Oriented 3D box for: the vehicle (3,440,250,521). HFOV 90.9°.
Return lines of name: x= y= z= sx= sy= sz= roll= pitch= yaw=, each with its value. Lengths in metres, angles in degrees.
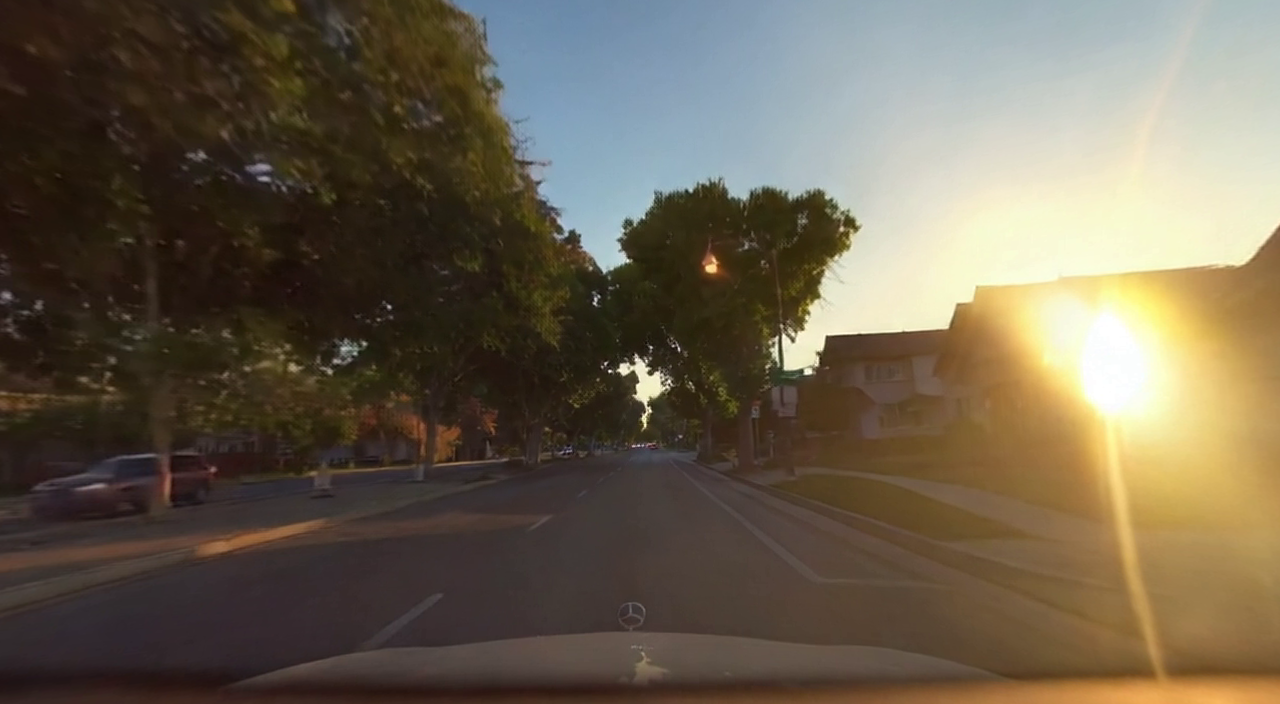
vehicle: x=-12.005 y=2.988 z=15.303 sx=2.193 sy=1.628 sz=4.560 roll=0 pitch=-8 yaw=-1
